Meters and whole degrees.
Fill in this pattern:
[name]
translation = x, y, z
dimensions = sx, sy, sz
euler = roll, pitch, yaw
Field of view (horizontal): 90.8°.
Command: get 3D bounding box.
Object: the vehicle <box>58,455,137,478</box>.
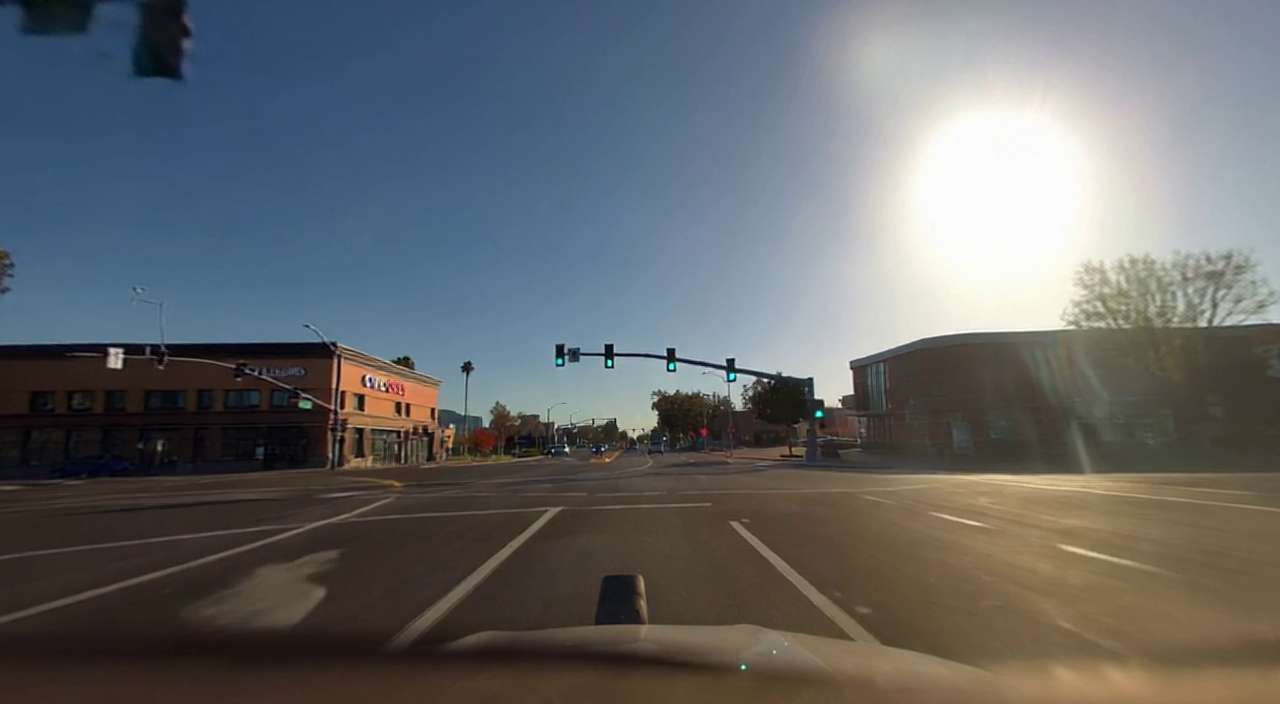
[vehicle]
translation = -38.044, 8.008, 44.330
dimensions = 4.249, 1.483, 1.890
euler = -3, -8, 12
